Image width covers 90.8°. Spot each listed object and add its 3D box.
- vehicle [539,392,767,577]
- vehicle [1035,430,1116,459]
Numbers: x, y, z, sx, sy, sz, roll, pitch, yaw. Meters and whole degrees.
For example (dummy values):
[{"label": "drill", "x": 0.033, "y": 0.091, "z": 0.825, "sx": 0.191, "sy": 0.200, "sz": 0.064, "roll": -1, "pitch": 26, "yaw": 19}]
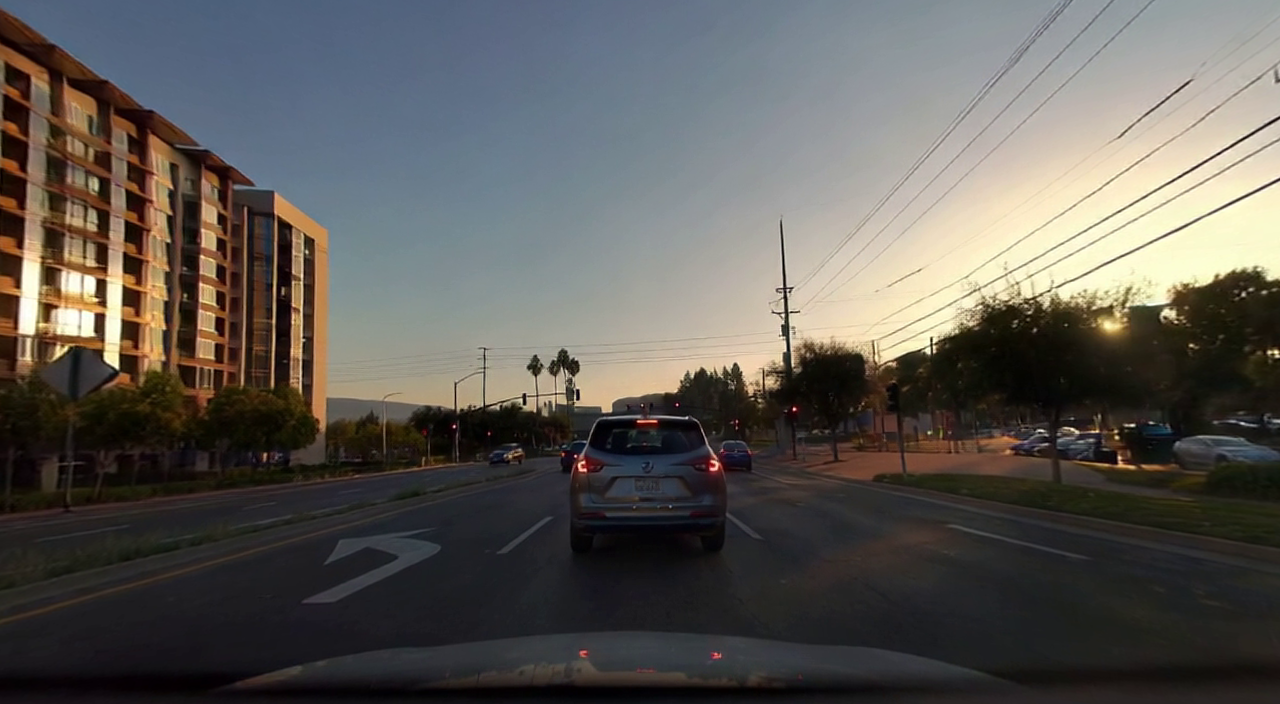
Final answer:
[{"label": "vehicle", "x": 0.121, "y": 1.604, "z": 8.339, "sx": 2.189, "sy": 1.776, "sz": 4.342, "roll": 0, "pitch": -9, "yaw": 0}, {"label": "vehicle", "x": 33.926, "y": 7.262, "z": 49.495, "sx": 2.400, "sy": 2.035, "sz": 6.402, "roll": -1, "pitch": -9, "yaw": 7}]
